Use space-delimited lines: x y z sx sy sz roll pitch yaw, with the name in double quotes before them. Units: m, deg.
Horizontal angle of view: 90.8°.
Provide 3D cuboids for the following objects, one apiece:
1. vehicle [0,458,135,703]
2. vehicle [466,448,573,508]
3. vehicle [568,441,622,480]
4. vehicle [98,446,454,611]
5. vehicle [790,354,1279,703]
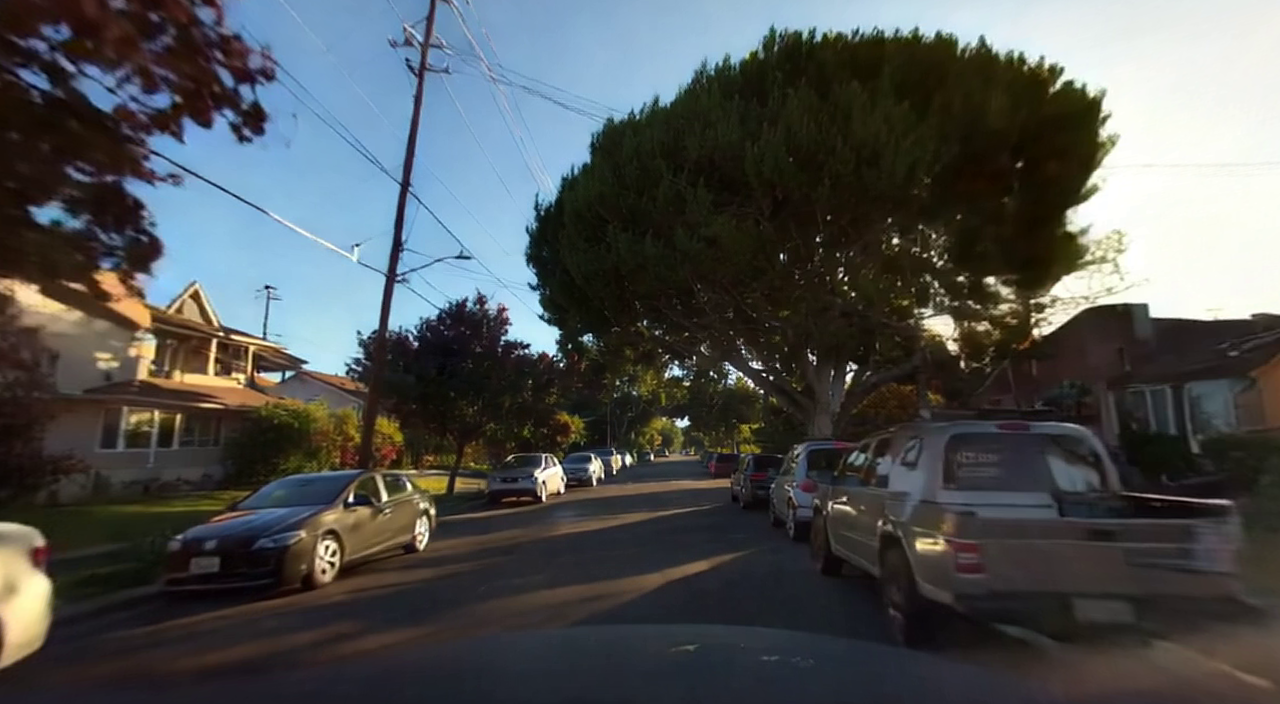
"vehicle" -4.582 1.130 2.164 1.932 1.431 4.198 -1 -8 7
"vehicle" -3.425 3.672 18.989 1.988 1.541 4.686 -1 -8 4
"vehicle" -2.350 5.855 34.394 2.280 1.953 5.092 -1 -8 3
"vehicle" -4.175 2.014 8.272 1.796 1.532 4.244 -1 -8 6
"vehicle" 2.717 1.276 5.437 1.992 1.853 4.704 -1 -8 4
